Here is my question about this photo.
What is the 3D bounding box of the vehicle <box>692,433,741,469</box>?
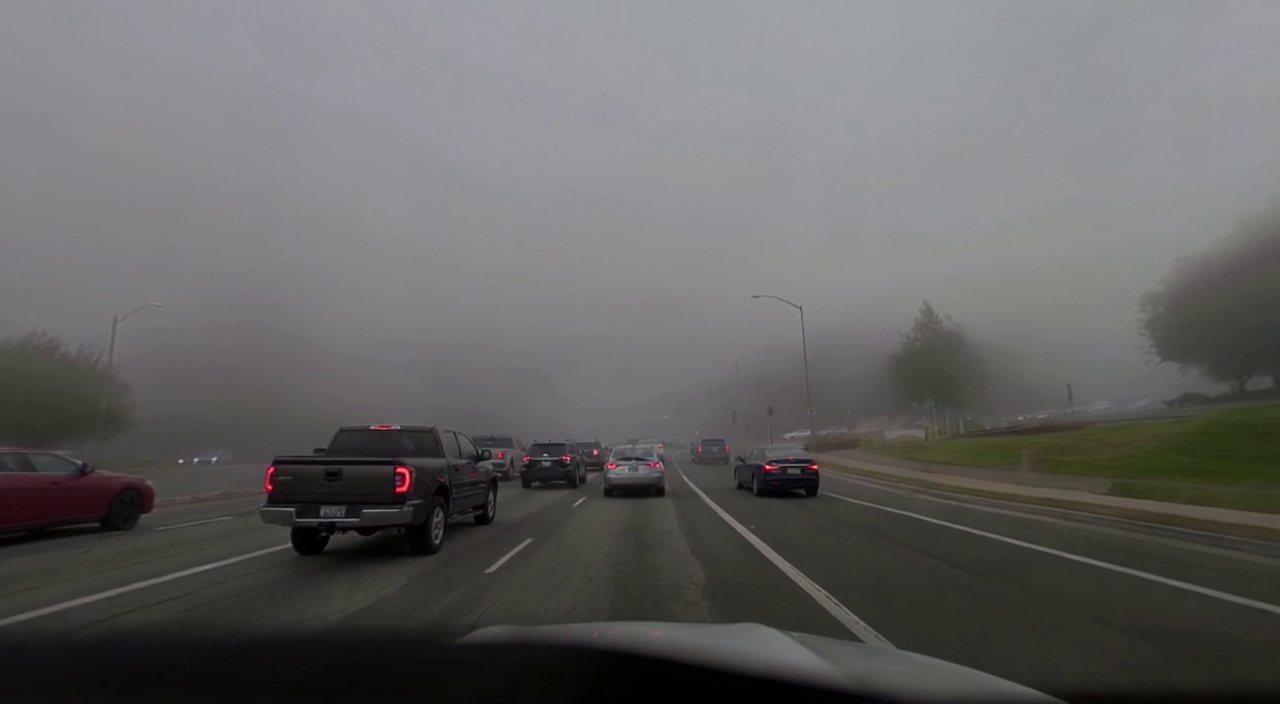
[{"bbox_3d":[4.119,5.450,34.836,2.099,1.845,4.363,0,-8,-1],"label":"vehicle"}]

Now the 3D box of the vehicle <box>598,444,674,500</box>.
[{"bbox_3d":[-0.086,3.536,19.119,2.030,1.477,4.330,0,-8,1],"label":"vehicle"}]

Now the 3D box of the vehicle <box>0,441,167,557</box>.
[{"bbox_3d":[-9.315,1.965,8.616,2.146,1.480,4.589,0,-8,0],"label":"vehicle"}]

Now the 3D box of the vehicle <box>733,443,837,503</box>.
[{"bbox_3d":[3.894,3.311,17.758,1.884,1.463,4.195,0,-8,-1],"label":"vehicle"}]

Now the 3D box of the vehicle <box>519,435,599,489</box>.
[{"bbox_3d":[-2.935,4.129,24.023,2.218,1.829,4.492,-1,-8,3],"label":"vehicle"}]

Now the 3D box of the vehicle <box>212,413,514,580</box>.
[{"bbox_3d":[-3.463,1.922,9.385,2.111,1.745,5.274,0,-8,0],"label":"vehicle"}]
